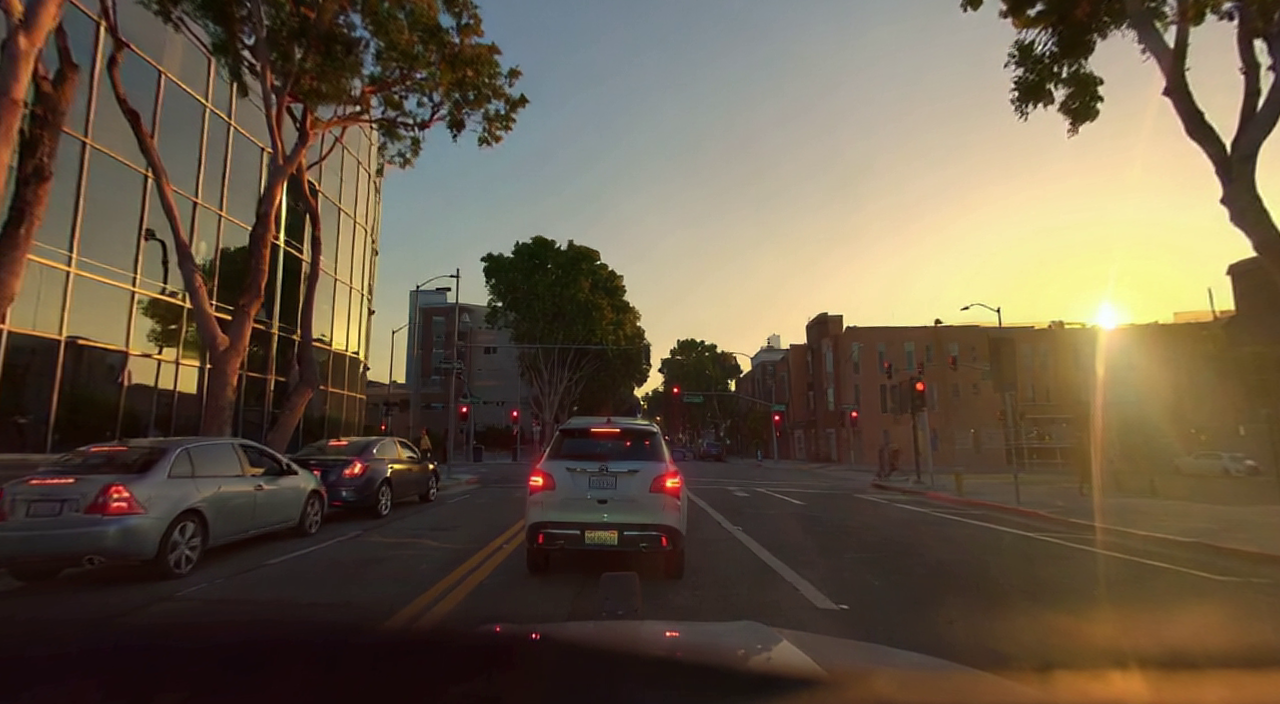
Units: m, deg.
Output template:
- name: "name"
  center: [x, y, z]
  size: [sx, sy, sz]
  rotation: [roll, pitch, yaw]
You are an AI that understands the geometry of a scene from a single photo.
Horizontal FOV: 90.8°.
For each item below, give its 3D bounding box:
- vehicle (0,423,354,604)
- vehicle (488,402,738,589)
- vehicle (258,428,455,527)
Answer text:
- name: "vehicle"
  center: [-5.744, 1.859, 8.273]
  size: [1.904, 1.684, 4.529]
  rotation: [0, -9, -1]
- name: "vehicle"
  center: [-0.230, 1.598, 7.775]
  size: [2.258, 1.687, 3.934]
  rotation: [0, -9, 0]
- name: "vehicle"
  center: [-5.875, 2.648, 13.955]
  size: [2.077, 1.791, 4.751]
  rotation: [0, -9, 1]
